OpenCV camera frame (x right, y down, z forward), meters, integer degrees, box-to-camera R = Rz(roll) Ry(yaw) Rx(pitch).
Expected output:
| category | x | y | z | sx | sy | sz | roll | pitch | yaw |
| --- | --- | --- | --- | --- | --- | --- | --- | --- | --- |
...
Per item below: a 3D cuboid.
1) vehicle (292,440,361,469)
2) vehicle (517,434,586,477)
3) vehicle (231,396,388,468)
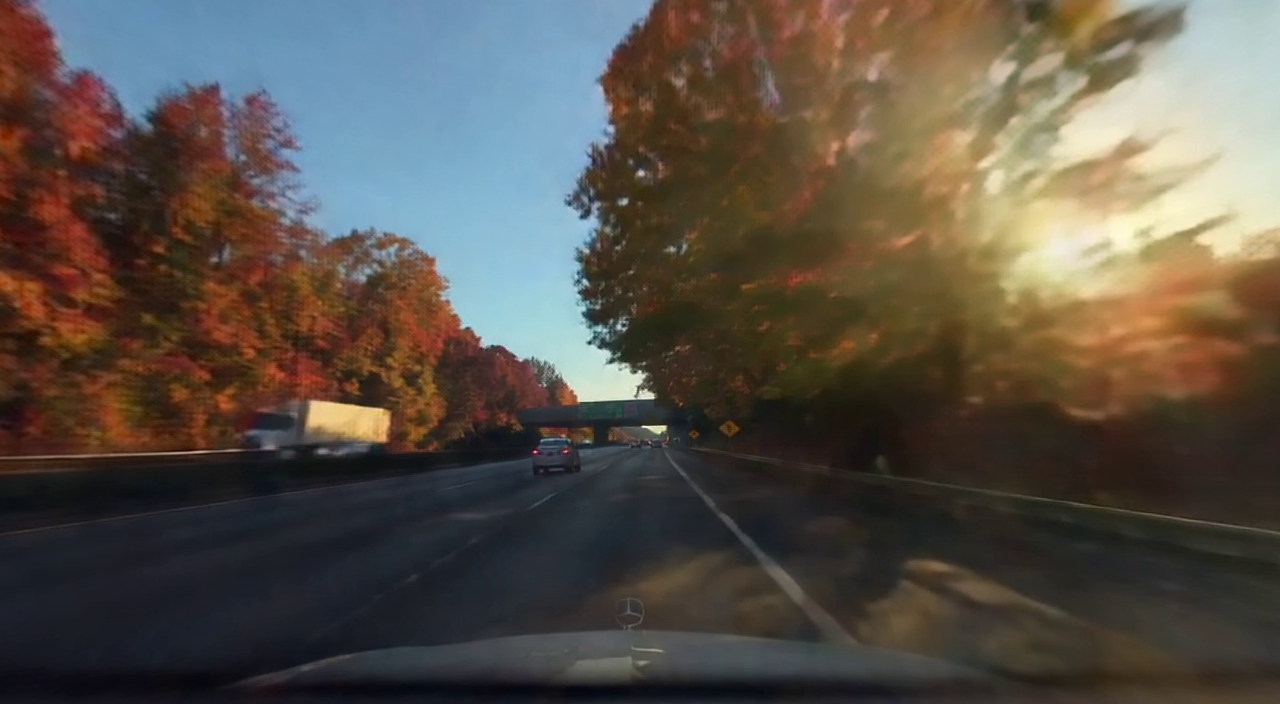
| category | x | y | z | sx | sy | sz | roll | pitch | yaw |
| --- | --- | --- | --- | --- | --- | --- | --- | --- | --- |
| vehicle | -18.709 | 6.093 | 37.751 | 1.907 | 1.638 | 4.207 | 0 | -8 | 2 |
| vehicle | -3.588 | 4.290 | 26.393 | 2.123 | 1.643 | 4.479 | 0 | -8 | 2 |
| vehicle | -22.153 | 5.709 | 43.912 | 2.969 | 4.178 | 14.398 | 0 | -8 | 1 |
